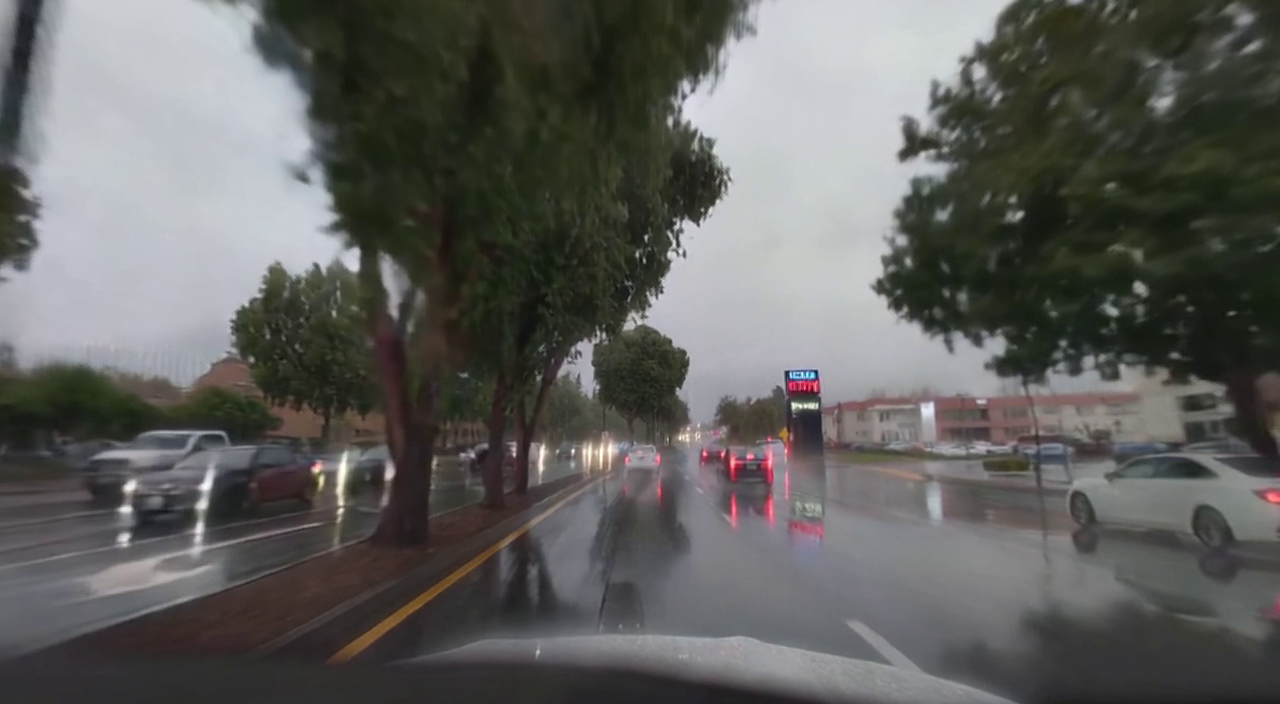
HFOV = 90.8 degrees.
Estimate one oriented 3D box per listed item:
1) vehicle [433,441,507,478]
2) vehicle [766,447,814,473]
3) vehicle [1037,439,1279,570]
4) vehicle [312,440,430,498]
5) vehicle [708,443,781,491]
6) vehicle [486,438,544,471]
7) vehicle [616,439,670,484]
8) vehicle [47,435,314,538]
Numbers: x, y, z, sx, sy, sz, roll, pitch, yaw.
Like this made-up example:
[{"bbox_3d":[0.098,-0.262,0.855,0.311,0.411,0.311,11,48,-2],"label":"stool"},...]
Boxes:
[{"bbox_3d":[-8.452,5.391,31.946,2.183,1.706,4.862,0,-9,2],"label":"vehicle"},{"bbox_3d":[9.058,6.522,38.495,1.860,1.475,4.488,0,-9,1],"label":"vehicle"},{"bbox_3d":[8.176,2.020,9.089,1.909,1.456,4.569,0,-9,0],"label":"vehicle"},{"bbox_3d":[-8.748,3.798,21.027,1.953,1.647,4.401,-2,-8,1],"label":"vehicle"},{"bbox_3d":[3.534,3.946,22.042,1.852,1.498,3.825,0,-9,-1],"label":"vehicle"},{"bbox_3d":[-7.909,6.579,40.633,2.460,1.970,5.271,-1,-9,3],"label":"vehicle"},{"bbox_3d":[0.165,4.519,26.363,2.101,1.694,3.979,0,-9,1],"label":"vehicle"},{"bbox_3d":[-8.495,2.483,12.303,2.076,1.595,4.110,-1,-8,0],"label":"vehicle"}]
